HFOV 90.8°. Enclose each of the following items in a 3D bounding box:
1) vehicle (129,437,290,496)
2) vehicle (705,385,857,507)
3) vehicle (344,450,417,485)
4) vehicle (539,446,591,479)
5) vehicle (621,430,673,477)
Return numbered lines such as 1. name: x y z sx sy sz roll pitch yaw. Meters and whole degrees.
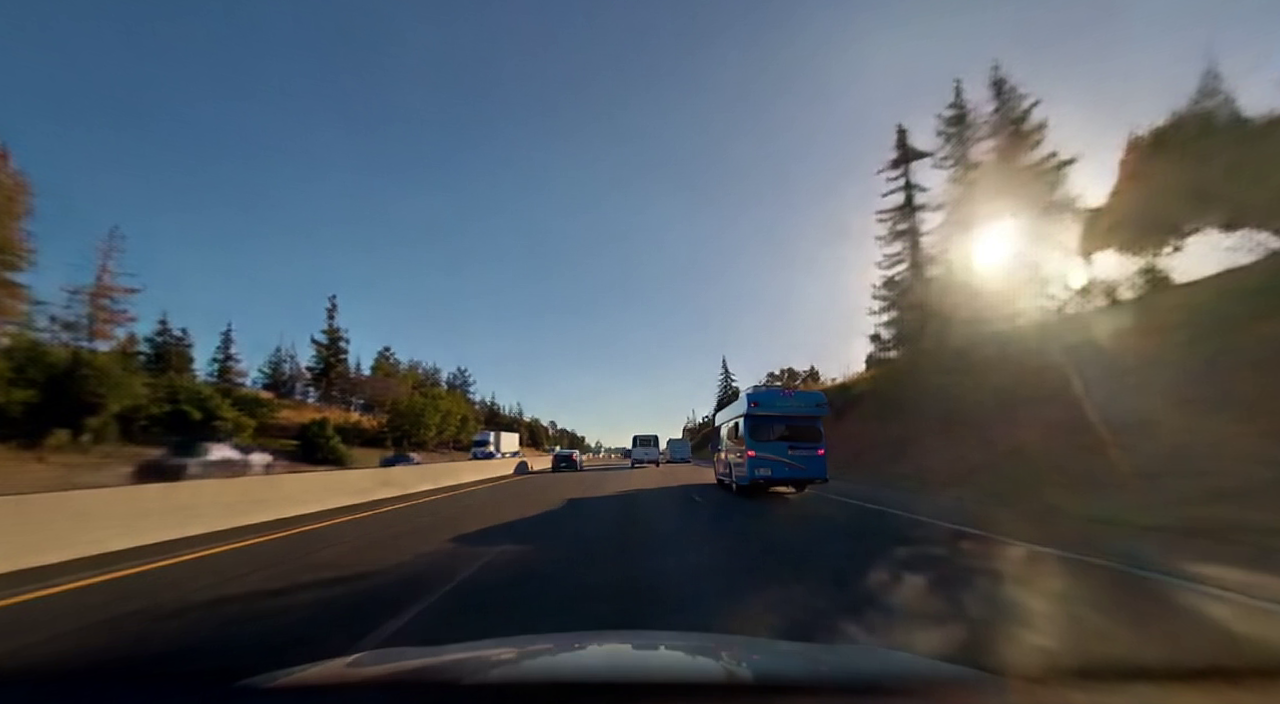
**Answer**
1. vehicle: -15.519 4.139 23.245 2.224 1.907 5.189 0 -9 0
2. vehicle: 3.755 2.808 18.810 2.607 2.910 7.252 0 -9 -2
3. vehicle: -11.467 5.083 28.104 1.716 1.422 3.528 0 -9 0
4. vehicle: -3.704 5.564 31.991 1.959 1.502 4.559 0 -9 1
5. vehicle: 0.326 5.358 33.453 2.524 2.310 4.986 0 -9 0
